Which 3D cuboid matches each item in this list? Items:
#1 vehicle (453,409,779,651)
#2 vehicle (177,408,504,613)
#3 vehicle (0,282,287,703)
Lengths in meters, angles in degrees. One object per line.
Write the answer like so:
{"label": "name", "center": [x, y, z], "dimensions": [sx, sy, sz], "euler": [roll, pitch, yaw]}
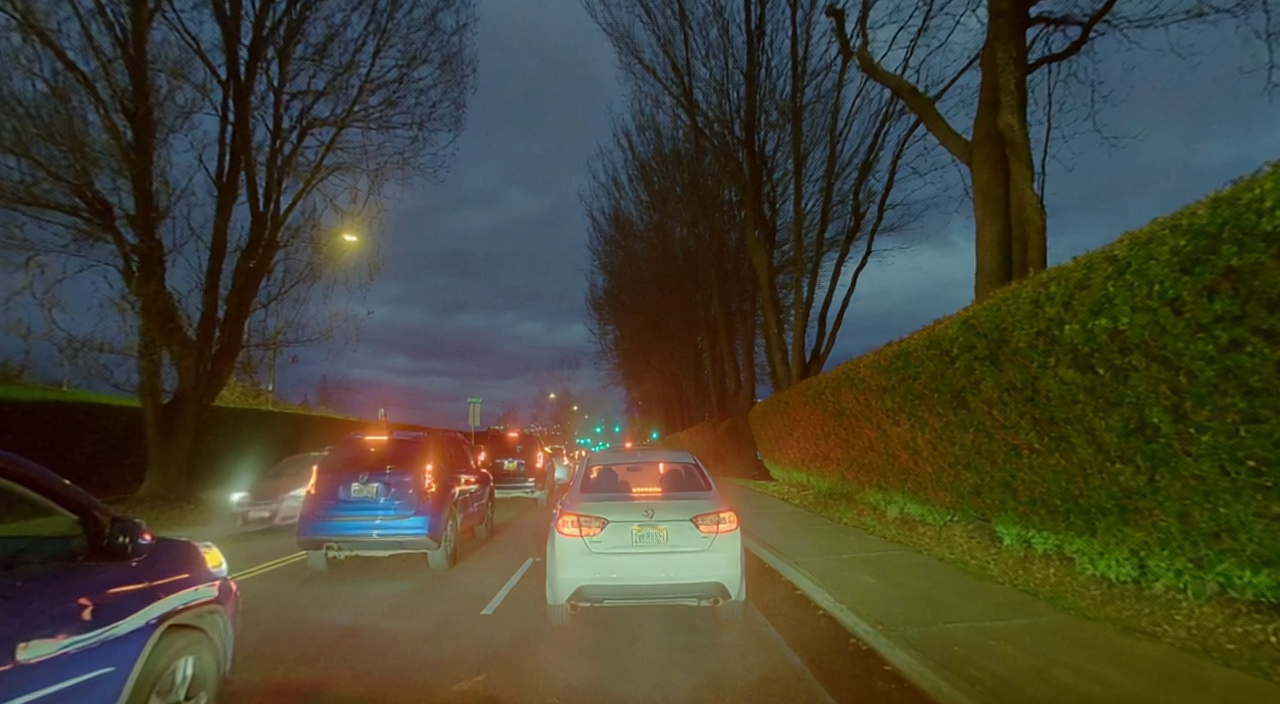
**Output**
{"label": "vehicle", "center": [-0.181, 1.496, 6.241], "dimensions": [2.154, 1.581, 4.007], "euler": [0, -9, -1]}
{"label": "vehicle", "center": [-3.419, 1.848, 8.317], "dimensions": [2.256, 1.728, 4.421], "euler": [-6, -8, -2]}
{"label": "vehicle", "center": [-3.286, 0.675, 1.266], "dimensions": [2.205, 1.913, 5.327], "euler": [-6, -8, -2]}
